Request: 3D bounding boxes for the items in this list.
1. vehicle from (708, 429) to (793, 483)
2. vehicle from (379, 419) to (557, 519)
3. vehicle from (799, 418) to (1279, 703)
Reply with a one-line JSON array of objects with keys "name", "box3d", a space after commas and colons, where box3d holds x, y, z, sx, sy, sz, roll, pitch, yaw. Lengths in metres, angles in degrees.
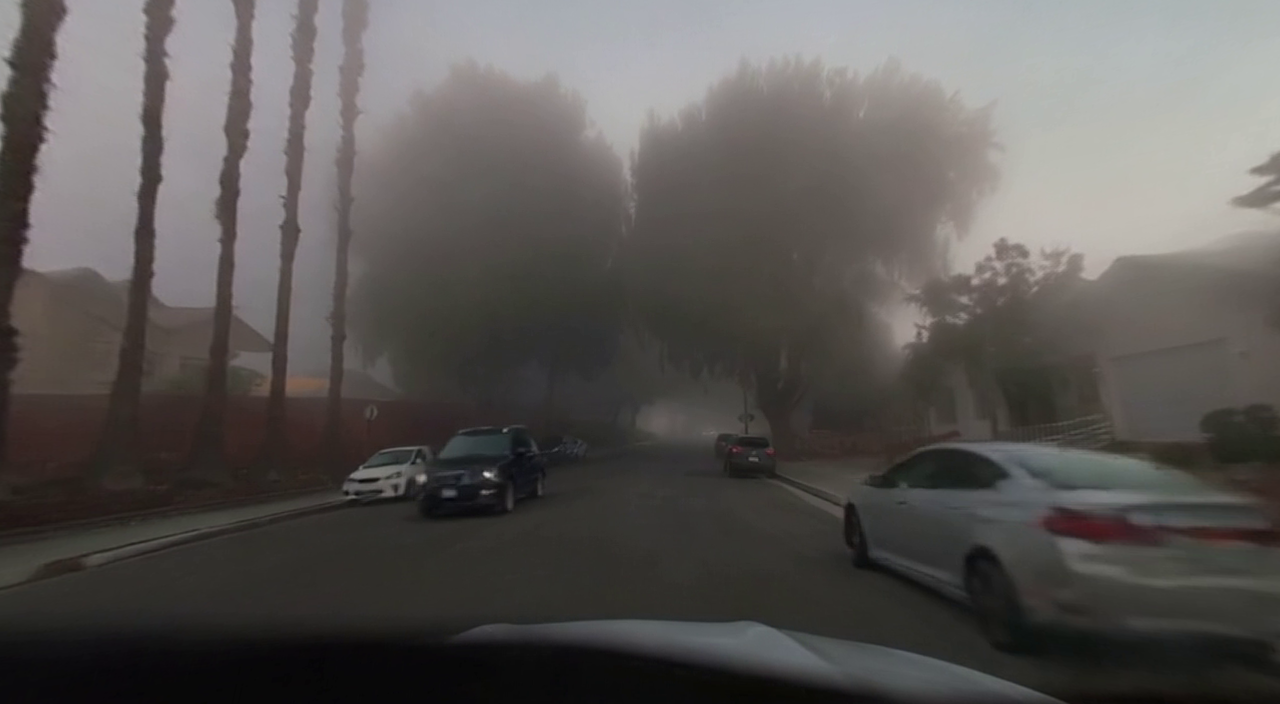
[{"name": "vehicle", "box3d": [3.405, 3.285, 20.185, 2.045, 1.519, 4.231, -1, -8, 2]}, {"name": "vehicle", "box3d": [-3.463, 2.473, 13.907, 2.305, 1.781, 4.834, -1, -8, 4]}, {"name": "vehicle", "box3d": [2.925, 1.358, 5.220, 1.942, 1.465, 4.123, 0, -8, -3]}]
